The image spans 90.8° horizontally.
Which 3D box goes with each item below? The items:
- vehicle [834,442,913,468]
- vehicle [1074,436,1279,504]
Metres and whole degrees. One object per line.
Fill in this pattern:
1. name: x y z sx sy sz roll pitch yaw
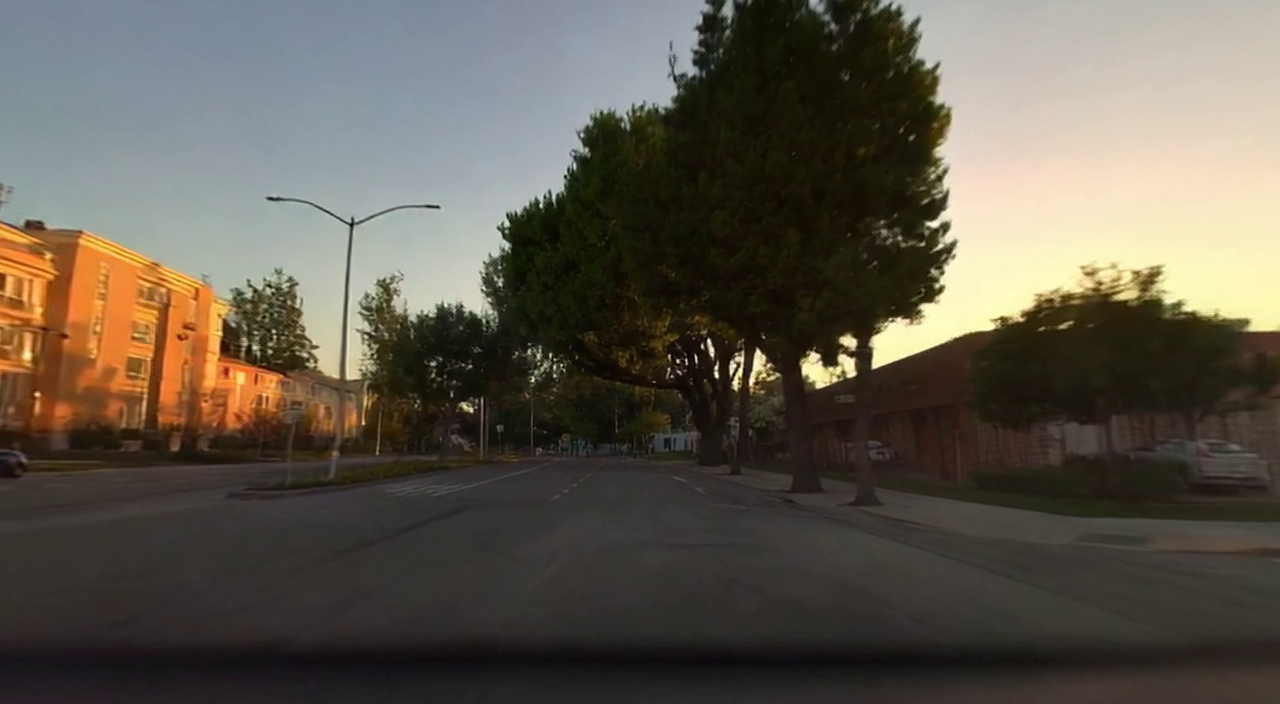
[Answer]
1. vehicle: 14.719 6.524 39.952 4.198 1.561 1.937 -1 -11 1
2. vehicle: 15.219 3.268 17.862 4.268 1.589 2.156 -2 -8 -4
